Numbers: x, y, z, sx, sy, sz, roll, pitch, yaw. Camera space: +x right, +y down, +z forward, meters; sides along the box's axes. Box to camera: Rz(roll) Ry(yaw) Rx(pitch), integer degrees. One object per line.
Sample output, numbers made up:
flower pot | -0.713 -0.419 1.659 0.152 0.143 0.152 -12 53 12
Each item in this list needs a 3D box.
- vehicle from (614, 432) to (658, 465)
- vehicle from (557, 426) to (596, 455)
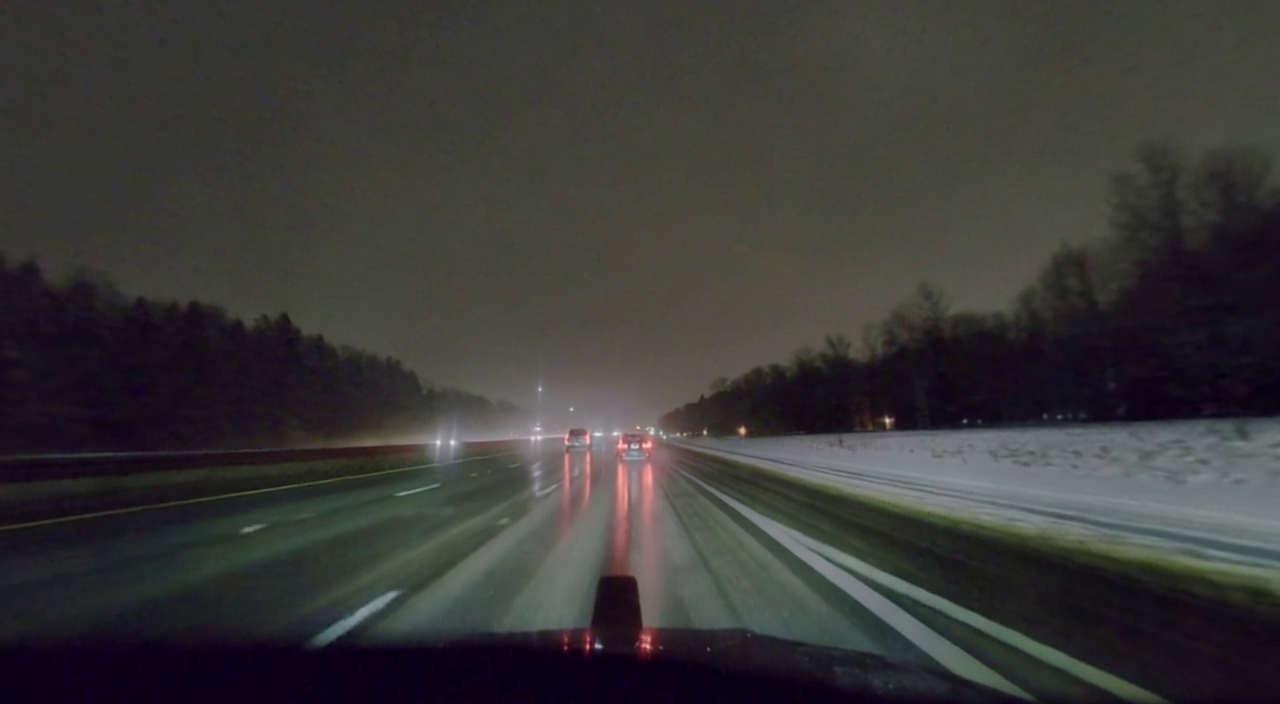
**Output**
vehicle | -0.257 4.599 30.114 1.948 1.470 3.913 0 -8 -2
vehicle | -4.368 6.191 43.998 2.251 1.938 4.708 0 -8 0
